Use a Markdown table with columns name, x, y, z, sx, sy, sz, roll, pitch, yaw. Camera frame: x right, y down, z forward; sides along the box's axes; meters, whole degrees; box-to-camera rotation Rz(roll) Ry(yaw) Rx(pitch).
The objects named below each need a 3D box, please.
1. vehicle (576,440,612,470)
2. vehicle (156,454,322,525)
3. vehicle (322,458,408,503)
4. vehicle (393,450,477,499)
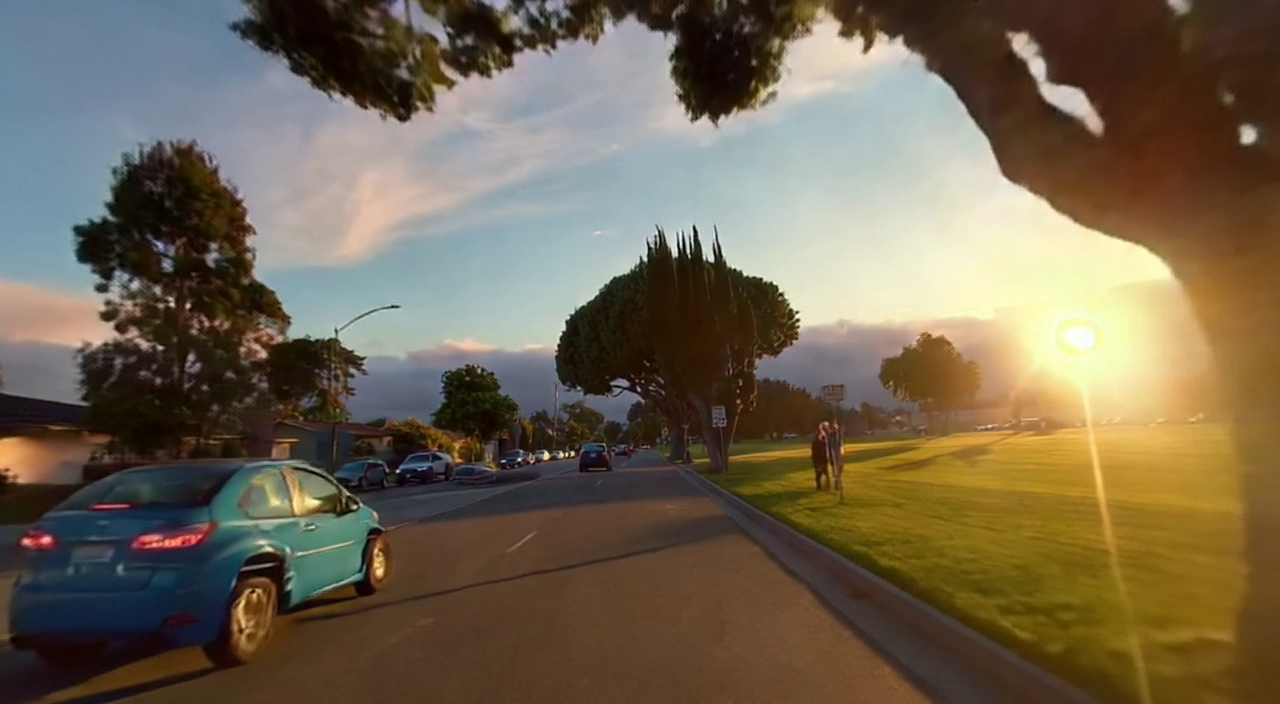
| name | x | y | z | sx | sy | sz | roll | pitch | yaw |
| --- | --- | --- | --- | --- | --- | --- | --- | --- | --- |
| vehicle | -2.921 | 6.647 | 40.588 | 1.908 | 1.809 | 4.230 | -1 | -8 | 1 |
| vehicle | -12.110 | 4.116 | 19.474 | 1.904 | 1.728 | 4.997 | 1 | -8 | -1 |
| vehicle | -12.172 | 5.676 | 28.111 | 1.910 | 1.462 | 4.581 | -4 | -7 | -2 |
| vehicle | -8.950 | 5.360 | 27.929 | 2.019 | 1.907 | 4.697 | 0 | -8 | 1 |
